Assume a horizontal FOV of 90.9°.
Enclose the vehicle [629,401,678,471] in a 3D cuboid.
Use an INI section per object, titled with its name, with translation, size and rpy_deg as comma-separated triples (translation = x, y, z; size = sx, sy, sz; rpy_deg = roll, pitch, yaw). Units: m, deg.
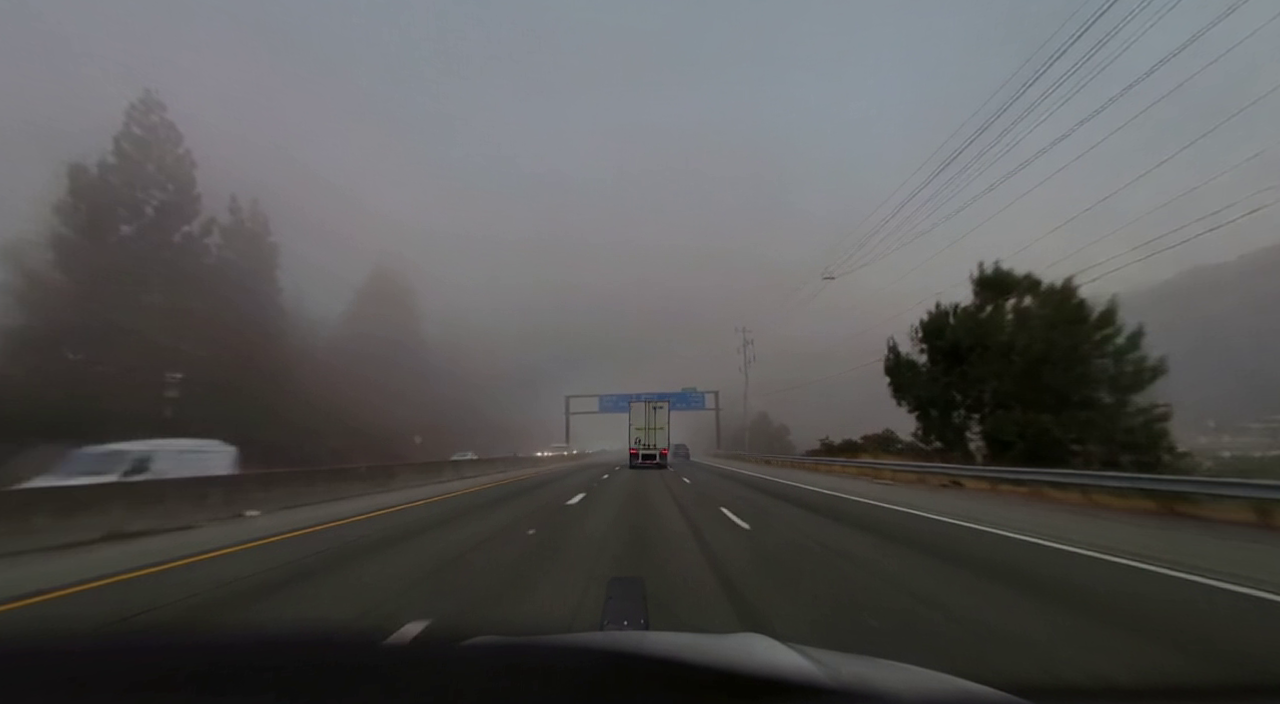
[vehicle]
translation = 0.734, 5.829, 43.280
size = 2.919, 4.101, 11.541
rpy_deg = 0, -8, -1
